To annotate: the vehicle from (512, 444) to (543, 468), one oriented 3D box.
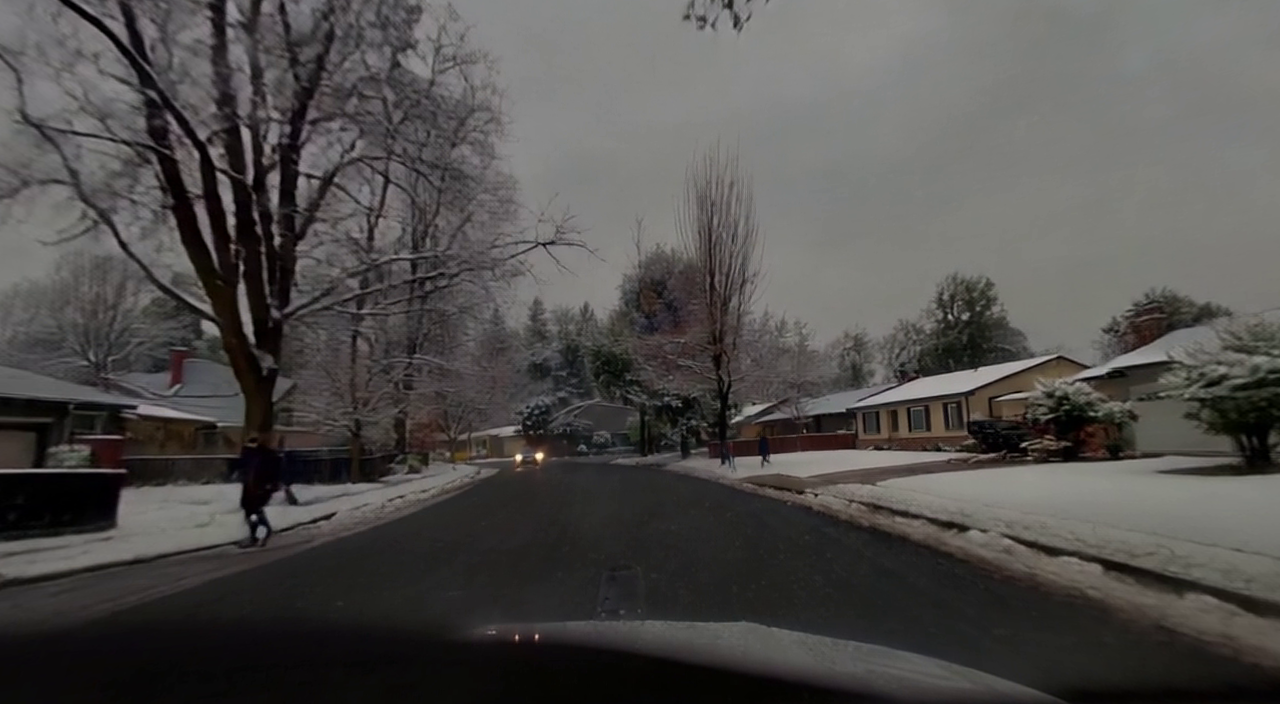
[{"bbox_3d":[-8.774,8.085,49.440,2.217,1.751,4.763,1,-9,-8],"label":"vehicle"}]
